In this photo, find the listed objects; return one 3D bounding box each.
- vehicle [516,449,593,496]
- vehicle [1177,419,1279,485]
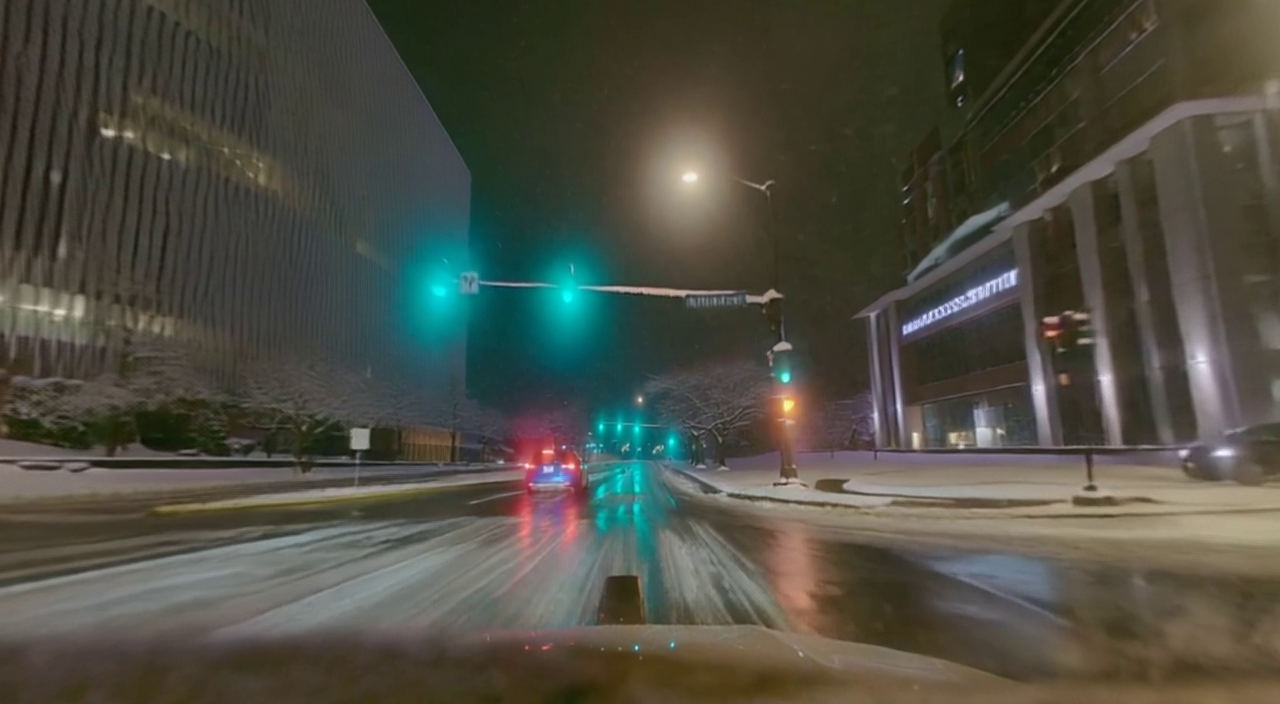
[{"bbox_3d":[-2.933,4.263,22.616,1.971,1.486,4.380,0,-9,2],"label":"vehicle"},{"bbox_3d":[16.678,2.588,16.216,1.851,1.594,4.324,0,-9,1],"label":"vehicle"}]
